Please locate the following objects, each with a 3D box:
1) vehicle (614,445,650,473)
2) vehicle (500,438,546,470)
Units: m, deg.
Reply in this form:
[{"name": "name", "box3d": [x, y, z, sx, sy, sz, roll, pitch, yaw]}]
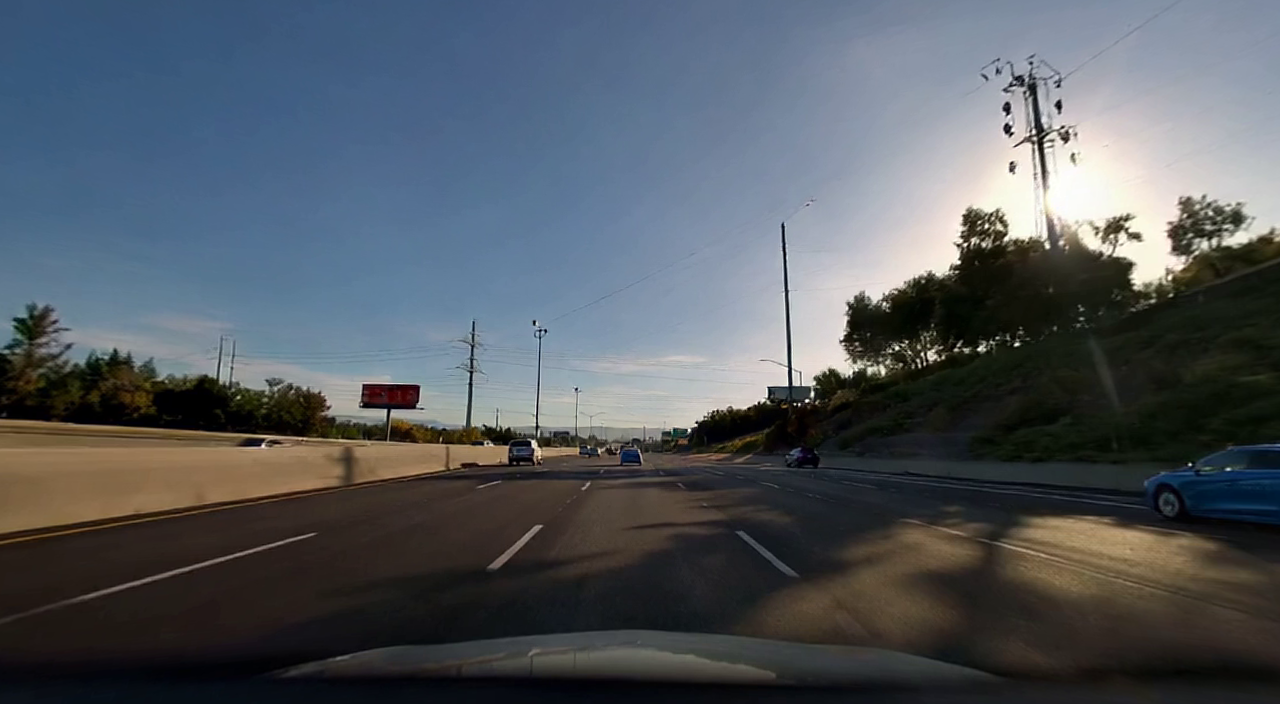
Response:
[{"name": "vehicle", "box3d": [-0.530, 6.492, 38.583, 2.074, 1.574, 3.971, 0, -9, -2]}, {"name": "vehicle", "box3d": [-7.591, 6.659, 41.520, 2.177, 1.929, 4.706, 0, -9, 0]}]
